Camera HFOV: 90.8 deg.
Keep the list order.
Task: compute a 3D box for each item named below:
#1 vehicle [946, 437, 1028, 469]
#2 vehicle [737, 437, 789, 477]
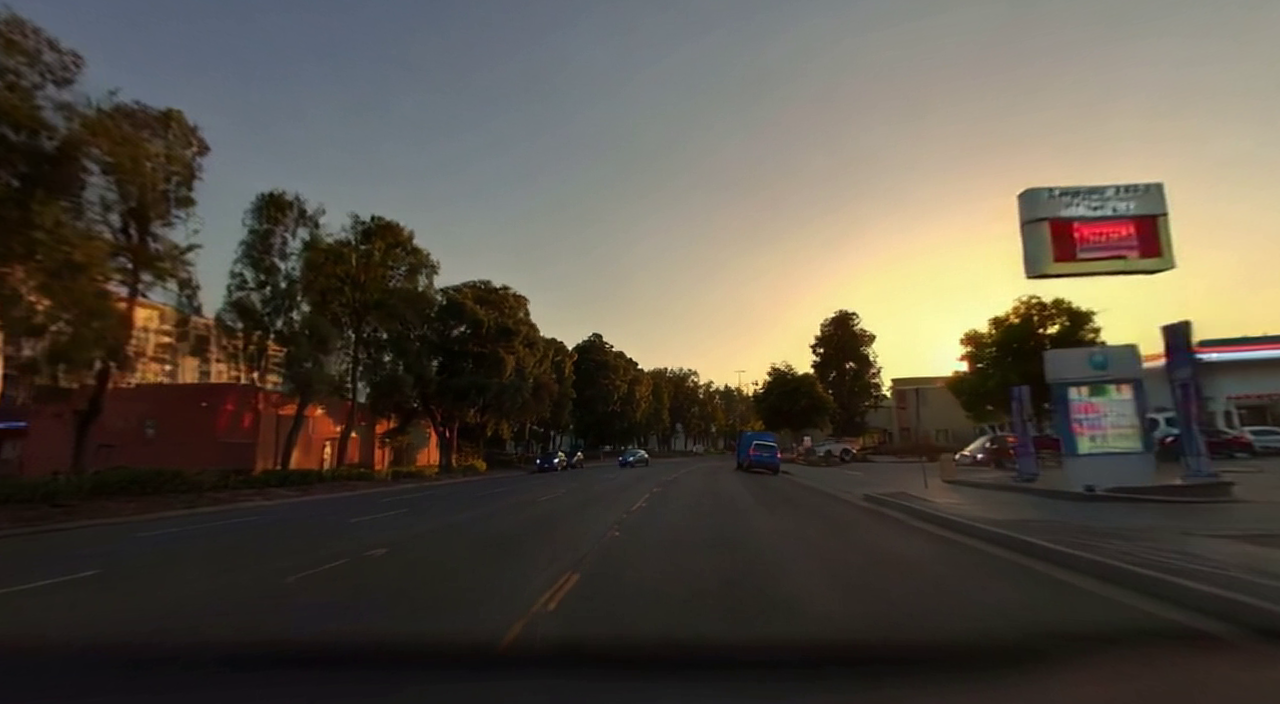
[{"bbox_3d":[16.877,4.944,30.986,1.919,1.411,4.440,-1,-9,7],"label":"vehicle"},{"bbox_3d":[6.266,5.399,32.812,2.194,1.896,5.049,-1,-9,6],"label":"vehicle"}]
